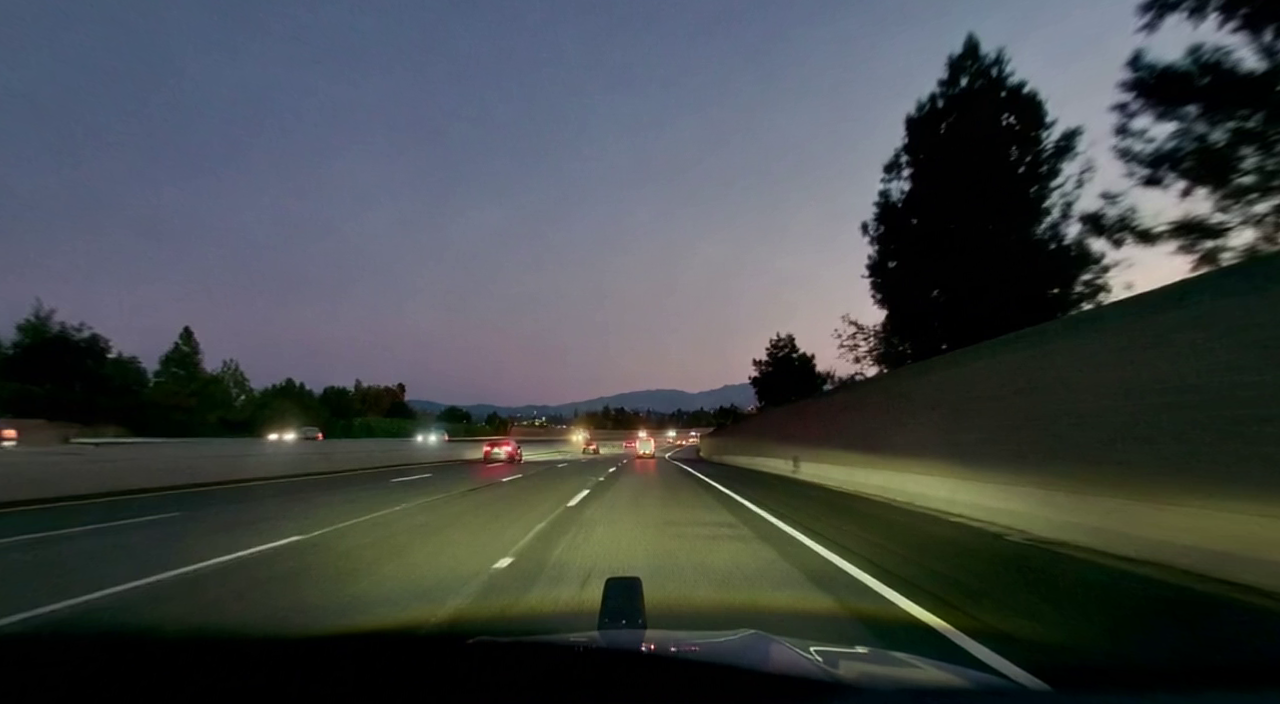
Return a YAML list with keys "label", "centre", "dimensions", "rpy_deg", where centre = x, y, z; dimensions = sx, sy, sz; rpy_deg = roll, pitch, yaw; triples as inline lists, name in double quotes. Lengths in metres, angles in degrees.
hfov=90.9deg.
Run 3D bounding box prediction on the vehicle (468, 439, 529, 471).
- label: "vehicle"
  centre: [-6.997, 5.149, 31.694]
  dimensions: [1.966, 1.488, 4.243]
  rpy_deg: [0, -8, 2]
